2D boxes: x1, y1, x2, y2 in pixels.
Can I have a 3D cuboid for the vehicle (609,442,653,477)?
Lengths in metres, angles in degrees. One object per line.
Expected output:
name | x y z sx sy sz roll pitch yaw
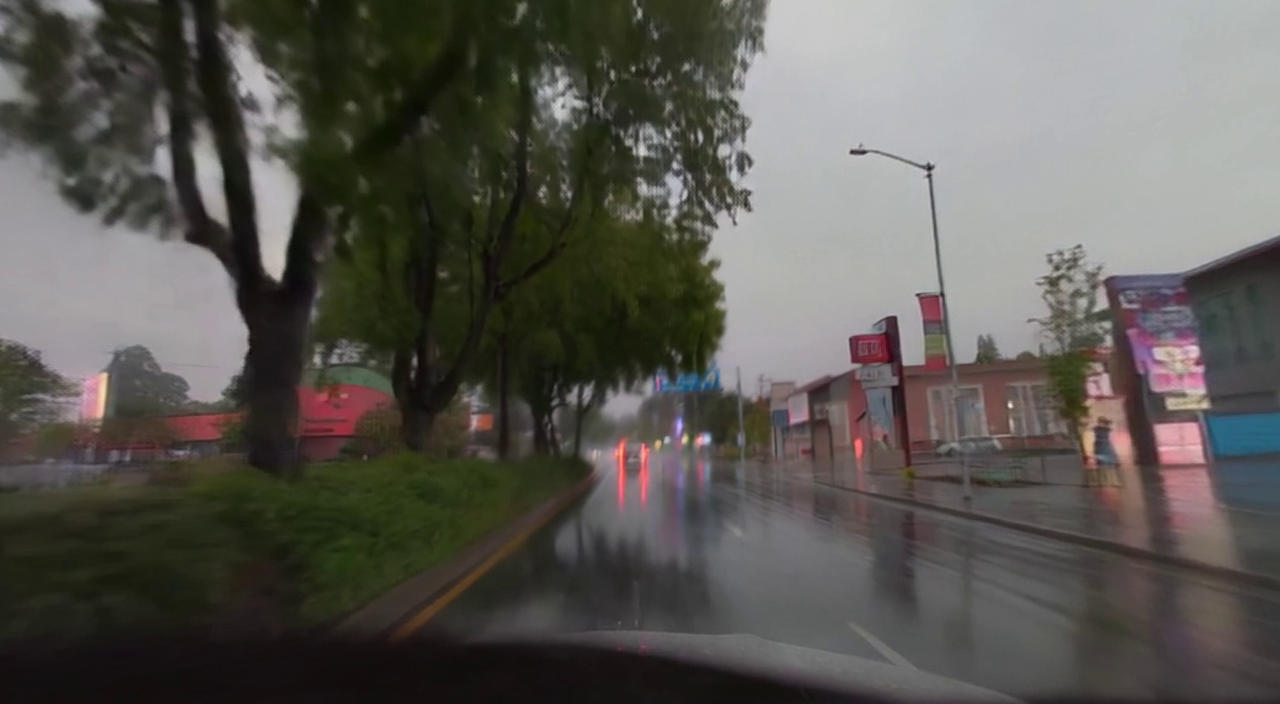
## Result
vehicle | -0.438 5.833 34.282 2.235 1.719 4.292 2 -9 1
